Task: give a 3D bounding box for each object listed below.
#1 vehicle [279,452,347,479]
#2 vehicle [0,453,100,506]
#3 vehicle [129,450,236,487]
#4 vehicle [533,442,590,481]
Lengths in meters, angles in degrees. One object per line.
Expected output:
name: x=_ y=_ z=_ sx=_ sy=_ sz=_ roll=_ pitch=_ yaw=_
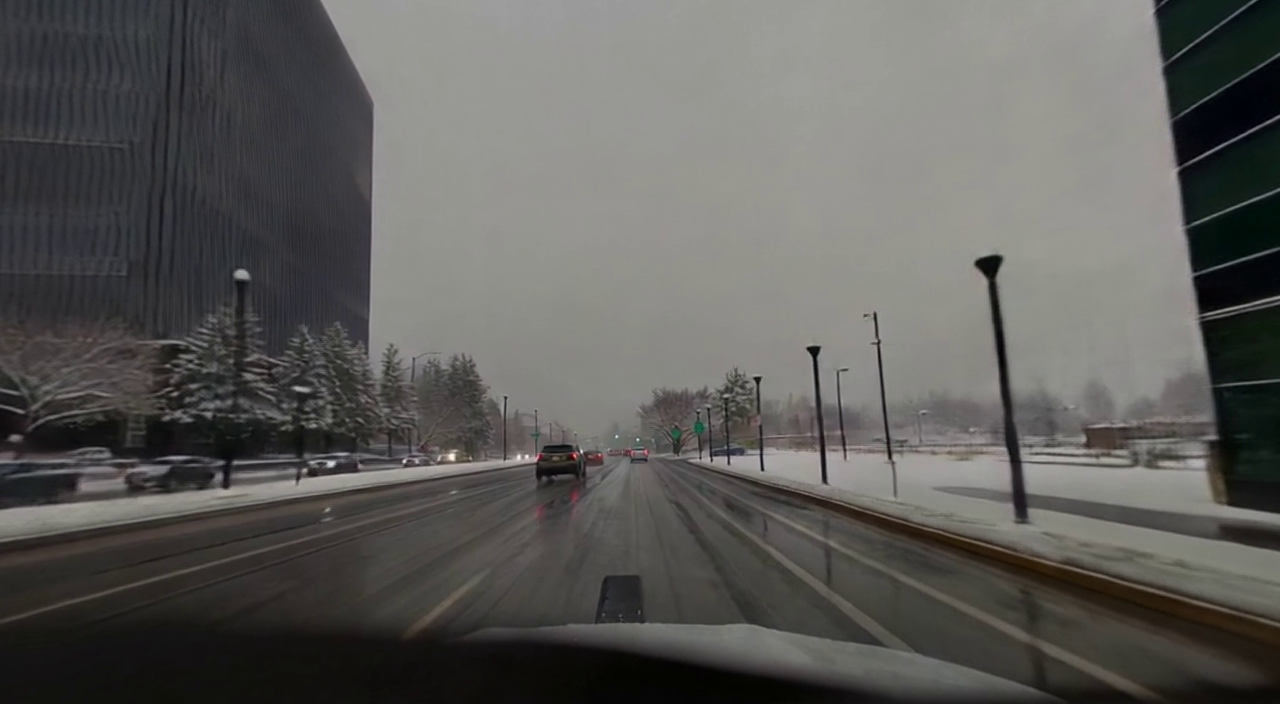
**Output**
vehicle: x=-20.317 y=7.054 z=39.498 sx=1.856 sy=1.471 sz=4.445 roll=0 pitch=-8 yaw=0
vehicle: x=-20.079 y=3.993 z=19.998 sx=1.959 sy=1.536 sz=4.455 roll=0 pitch=-8 yaw=0
vehicle: x=-23.698 y=6.023 z=33.021 sx=1.978 sy=1.739 sz=4.895 roll=0 pitch=-8 yaw=-1
vehicle: x=-3.362 y=4.742 z=27.631 sx=1.983 sy=1.545 sz=3.773 roll=0 pitch=-8 yaw=0
